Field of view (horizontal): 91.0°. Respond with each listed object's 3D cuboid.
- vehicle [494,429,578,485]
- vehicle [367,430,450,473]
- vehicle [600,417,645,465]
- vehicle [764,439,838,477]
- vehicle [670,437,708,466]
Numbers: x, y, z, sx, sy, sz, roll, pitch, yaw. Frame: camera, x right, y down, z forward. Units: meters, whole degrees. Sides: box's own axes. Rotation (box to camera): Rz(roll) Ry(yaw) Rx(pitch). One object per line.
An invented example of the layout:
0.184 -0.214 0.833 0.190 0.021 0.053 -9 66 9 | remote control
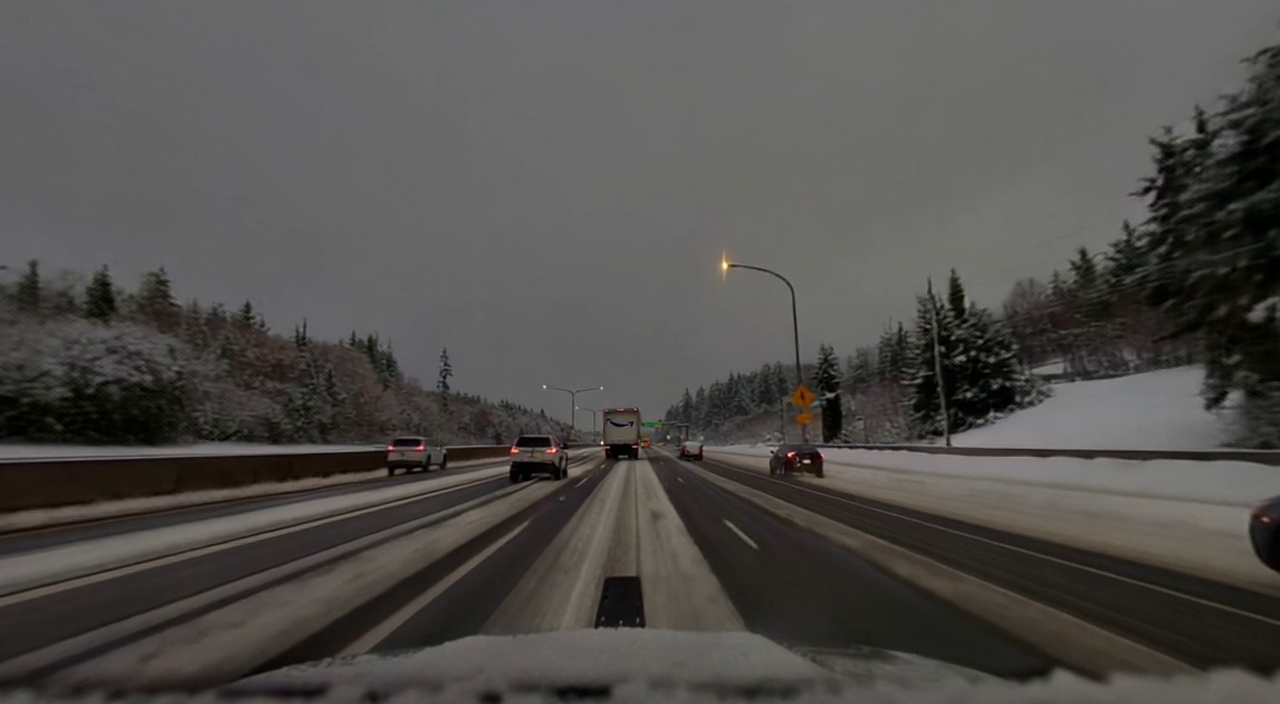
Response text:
-3.405 3.536 21.497 2.095 1.688 4.188 0 -8 1 | vehicle
-10.146 4.404 27.968 2.023 1.739 4.229 0 -8 0 | vehicle
-0.966 5.502 38.783 2.456 2.705 6.251 0 -8 1 | vehicle
6.977 4.648 27.848 1.970 1.499 4.491 1 -8 -2 | vehicle
2.996 6.153 38.971 2.067 1.654 3.985 0 -8 1 | vehicle
